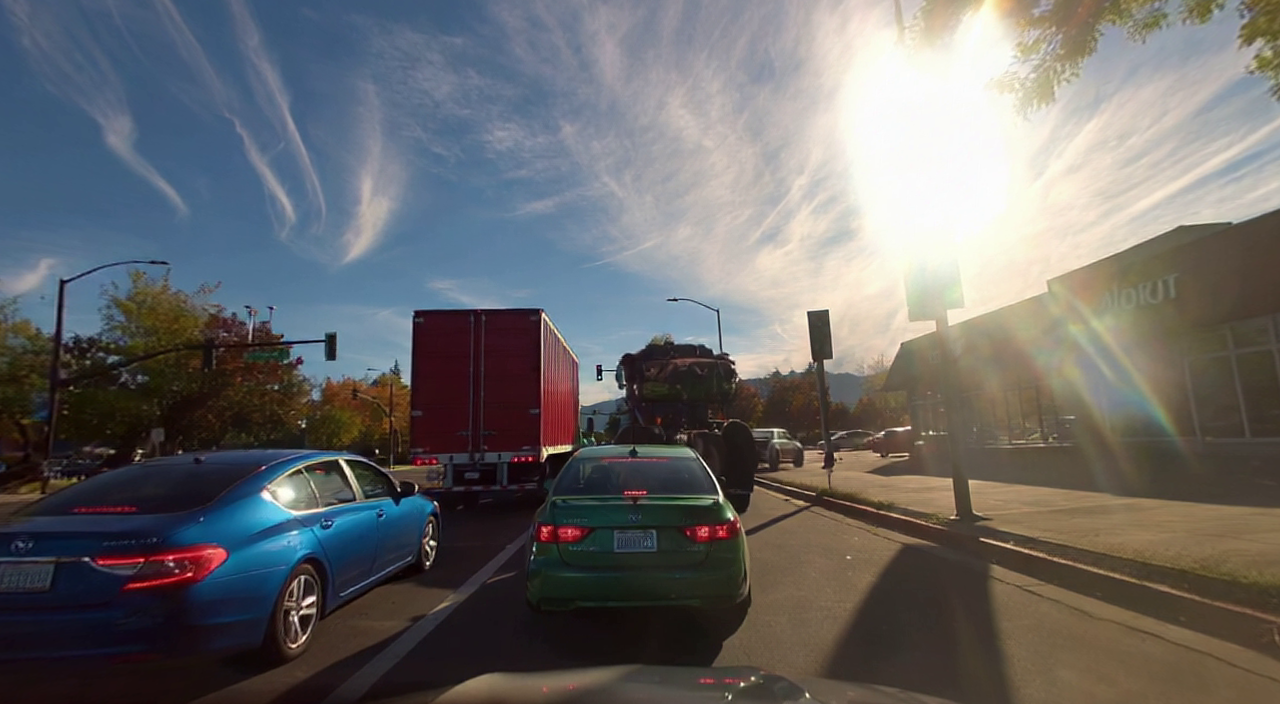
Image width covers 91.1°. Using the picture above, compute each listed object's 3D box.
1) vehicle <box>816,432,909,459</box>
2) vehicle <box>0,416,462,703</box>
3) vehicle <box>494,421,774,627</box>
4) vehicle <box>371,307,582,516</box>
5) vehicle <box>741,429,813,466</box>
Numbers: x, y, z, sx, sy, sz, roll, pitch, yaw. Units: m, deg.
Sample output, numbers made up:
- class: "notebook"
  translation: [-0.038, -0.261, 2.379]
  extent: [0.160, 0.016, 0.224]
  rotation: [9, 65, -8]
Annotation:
- class: "vehicle"
  translation: [12.631, 5.340, 35.825]
  extent: [4.574, 1.478, 1.880]
  rotation: [-1, -8, 3]
- class: "vehicle"
  translation: [-3.096, 1.366, 5.170]
  extent: [1.969, 1.471, 4.378]
  rotation: [0, -8, 0]
- class: "vehicle"
  translation: [-0.098, 1.580, 6.782]
  extent: [2.067, 1.506, 4.118]
  rotation: [0, -8, -2]
- class: "vehicle"
  translation: [-3.264, 1.562, 14.962]
  extent: [3.020, 3.800, 7.105]
  rotation: [0, -8, 0]
- class: "vehicle"
  translation: [7.254, 5.128, 33.819]
  extent: [2.061, 1.845, 4.829]
  rotation: [1, -9, -10]
